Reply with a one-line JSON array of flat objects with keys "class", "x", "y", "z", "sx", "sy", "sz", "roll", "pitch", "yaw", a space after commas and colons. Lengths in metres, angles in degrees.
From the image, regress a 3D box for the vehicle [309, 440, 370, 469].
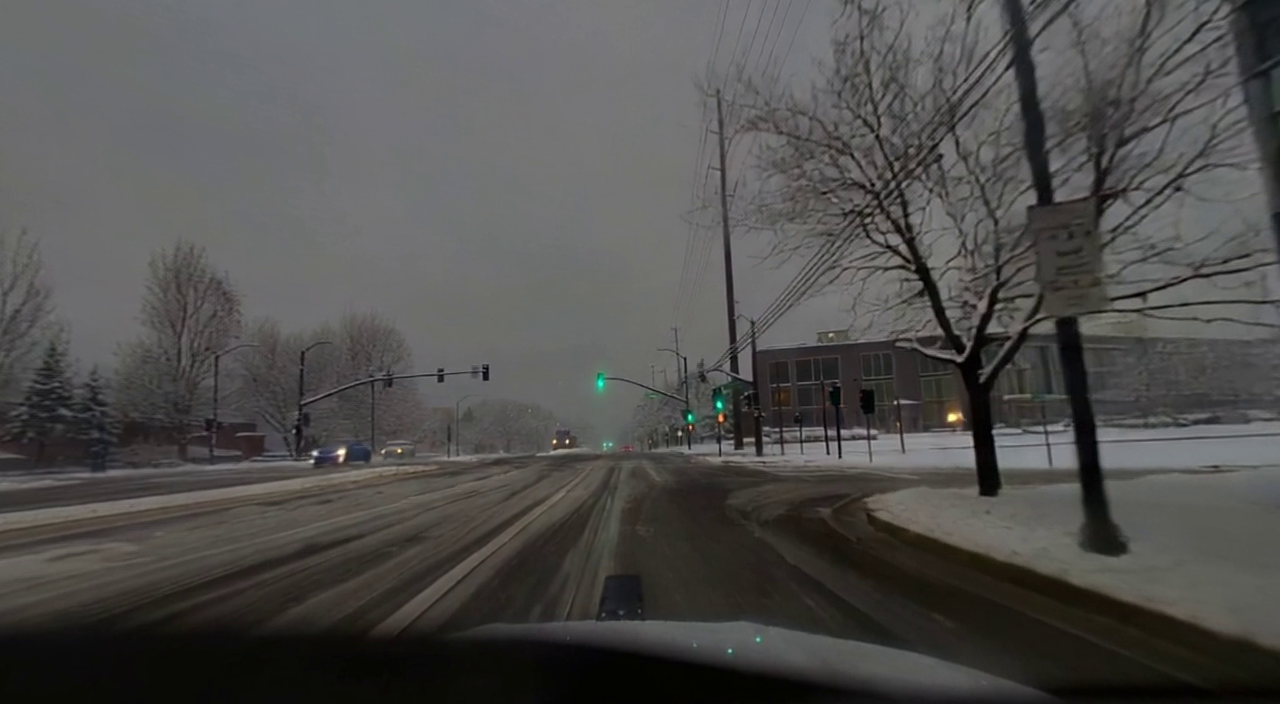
[{"class": "vehicle", "x": -20.960, "y": 7.160, "z": 44.307, "sx": 2.097, "sy": 1.858, "sz": 4.601, "roll": 0, "pitch": -9, "yaw": -2}]
